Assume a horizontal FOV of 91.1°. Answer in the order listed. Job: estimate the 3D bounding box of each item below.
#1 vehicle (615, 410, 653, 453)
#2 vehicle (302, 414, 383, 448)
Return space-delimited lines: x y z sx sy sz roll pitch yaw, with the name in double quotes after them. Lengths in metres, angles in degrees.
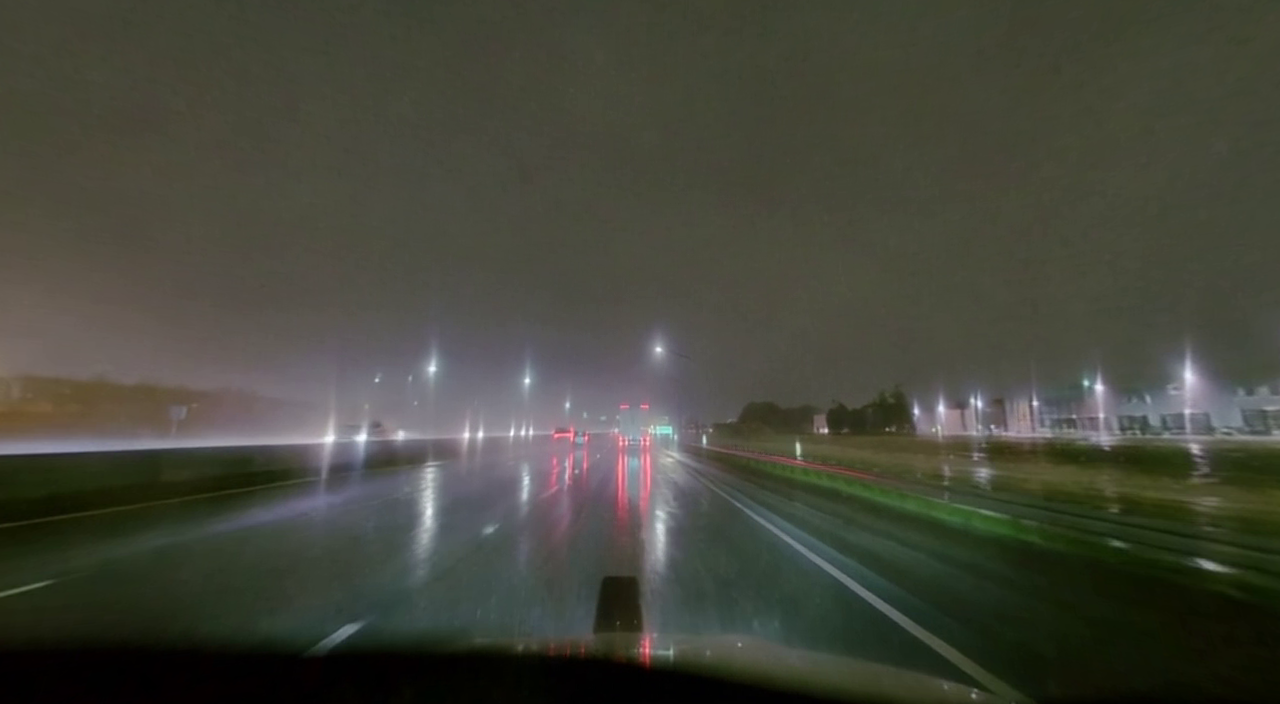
-0.522 5.526 43.544 2.418 2.704 6.445 0 -8 -2 "vehicle"
-16.536 4.473 35.269 2.019 1.739 5.123 0 -8 0 "vehicle"
